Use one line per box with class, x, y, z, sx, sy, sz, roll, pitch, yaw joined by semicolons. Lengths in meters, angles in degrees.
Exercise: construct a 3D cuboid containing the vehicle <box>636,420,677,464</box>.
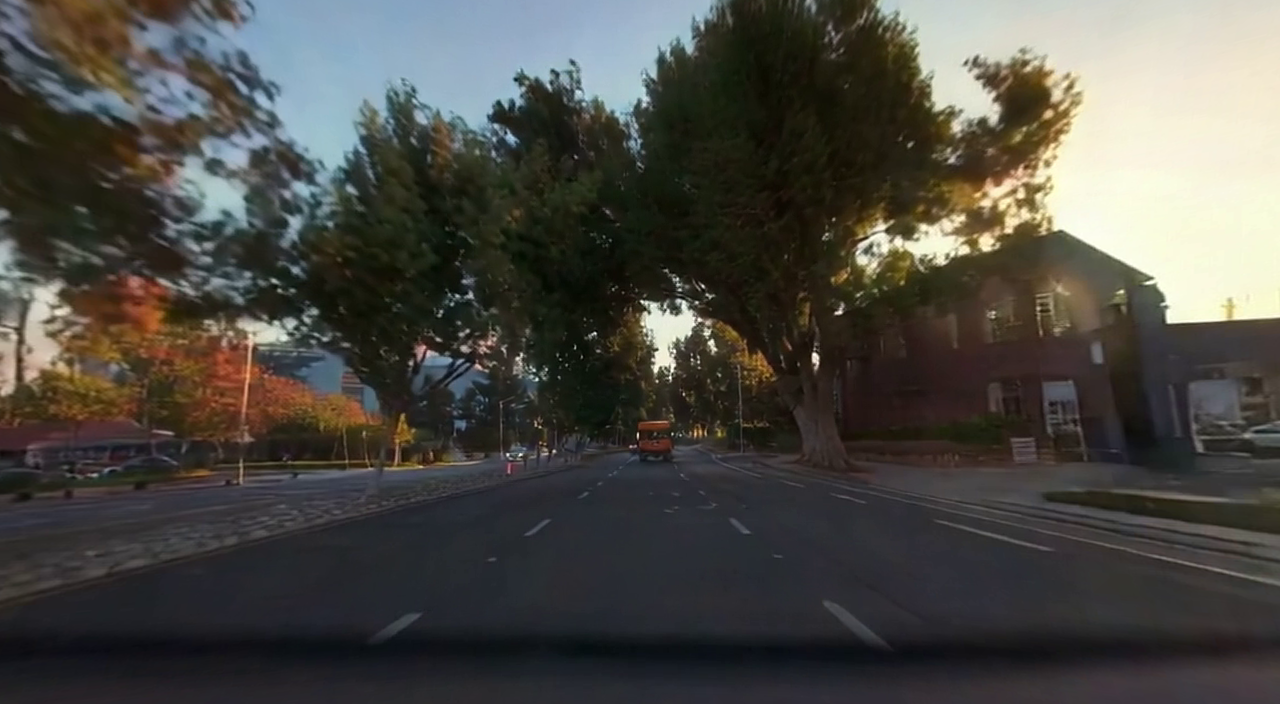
vehicle;1.177;7.128;49.960;2.843;3.120;10.422;0;-8;0
